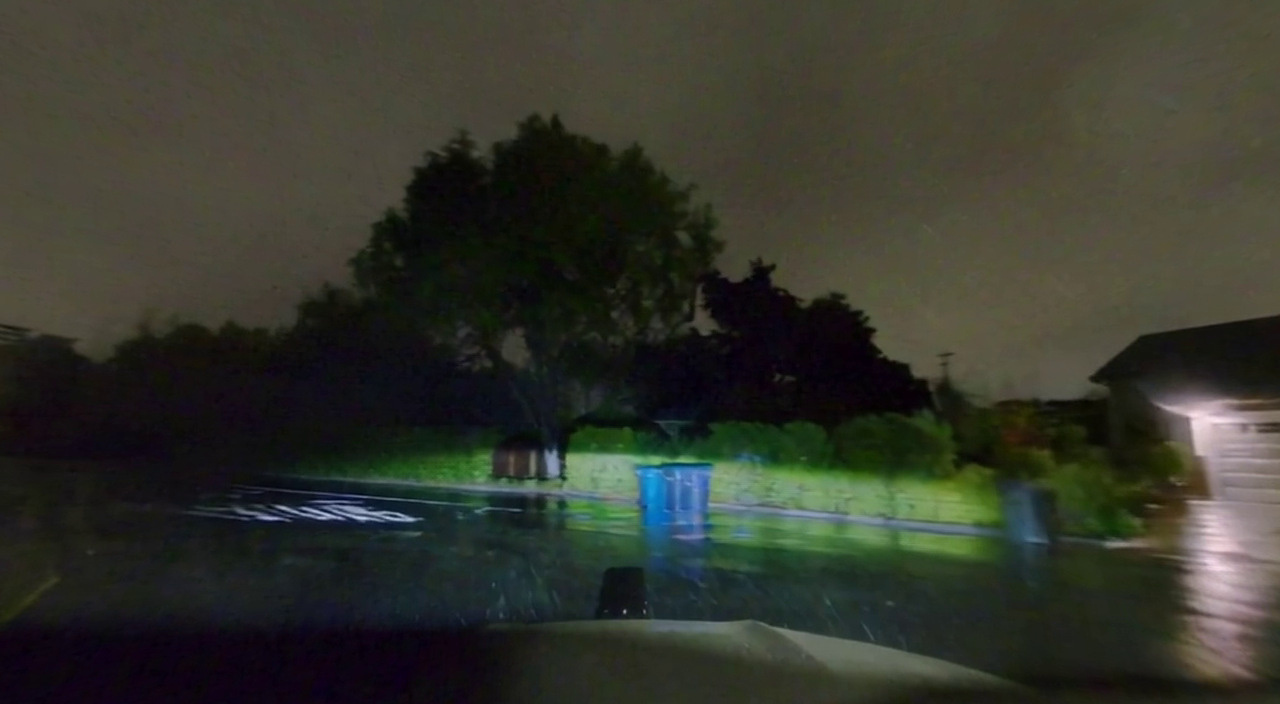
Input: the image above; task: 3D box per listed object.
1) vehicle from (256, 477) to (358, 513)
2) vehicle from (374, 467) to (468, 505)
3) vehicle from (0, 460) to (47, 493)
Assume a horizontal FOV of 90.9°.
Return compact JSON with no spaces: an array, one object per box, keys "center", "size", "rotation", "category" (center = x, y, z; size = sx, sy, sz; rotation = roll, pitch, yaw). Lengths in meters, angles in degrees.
[{"center":[-16.529,7.059,31.388],"size":[4.315,1.435,1.804],"rotation":[5,-9,-30],"category":"vehicle"},{"center":[-11.879,7.363,34.506],"size":[2.019,1.697,4.310],"rotation":[-2,-13,34],"category":"vehicle"},{"center":[-37.799,7.433,37.870],"size":[4.363,1.763,2.190],"rotation":[-6,-10,36],"category":"vehicle"}]
